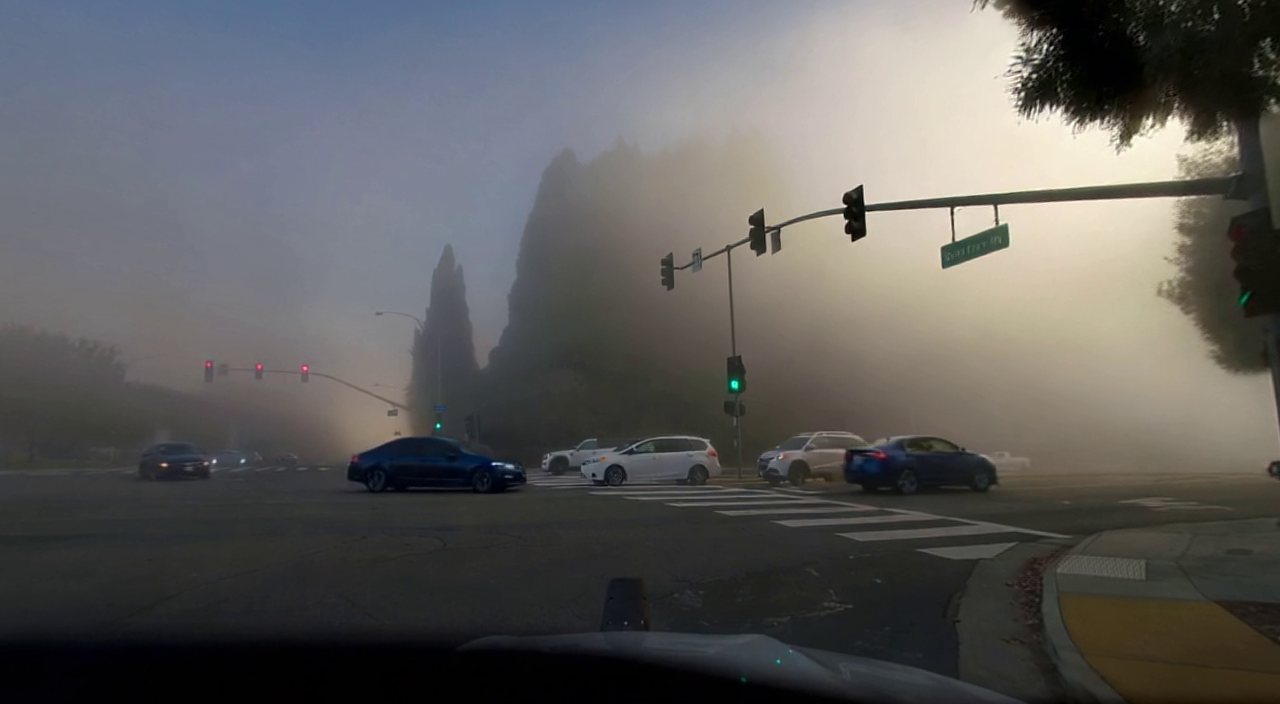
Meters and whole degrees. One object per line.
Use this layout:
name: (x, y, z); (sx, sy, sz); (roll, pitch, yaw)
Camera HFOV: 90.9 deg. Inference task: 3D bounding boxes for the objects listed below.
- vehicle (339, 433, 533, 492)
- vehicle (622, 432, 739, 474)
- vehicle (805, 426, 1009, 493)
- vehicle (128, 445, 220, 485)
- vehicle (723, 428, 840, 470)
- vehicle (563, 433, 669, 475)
vehicle: (-5.639, 3.038, 17.592); (4.826, 1.484, 2.000); (-3, -9, 17)
vehicle: (1.673, 4.148, 26.087); (4.483, 1.589, 1.852); (4, -9, -26)
vehicle: (8.049, 3.205, 19.143); (5.332, 1.807, 2.450); (3, -9, -19)
vehicle: (-18.705, 4.452, 25.223); (4.589, 1.462, 1.953); (-8, -11, 42)
vehicle: (7.342, 5.051, 32.580); (5.791, 1.964, 2.199); (6, -10, -27)
vehicle: (-1.067, 4.581, 28.515); (4.360, 1.749, 1.895); (4, -10, -29)
